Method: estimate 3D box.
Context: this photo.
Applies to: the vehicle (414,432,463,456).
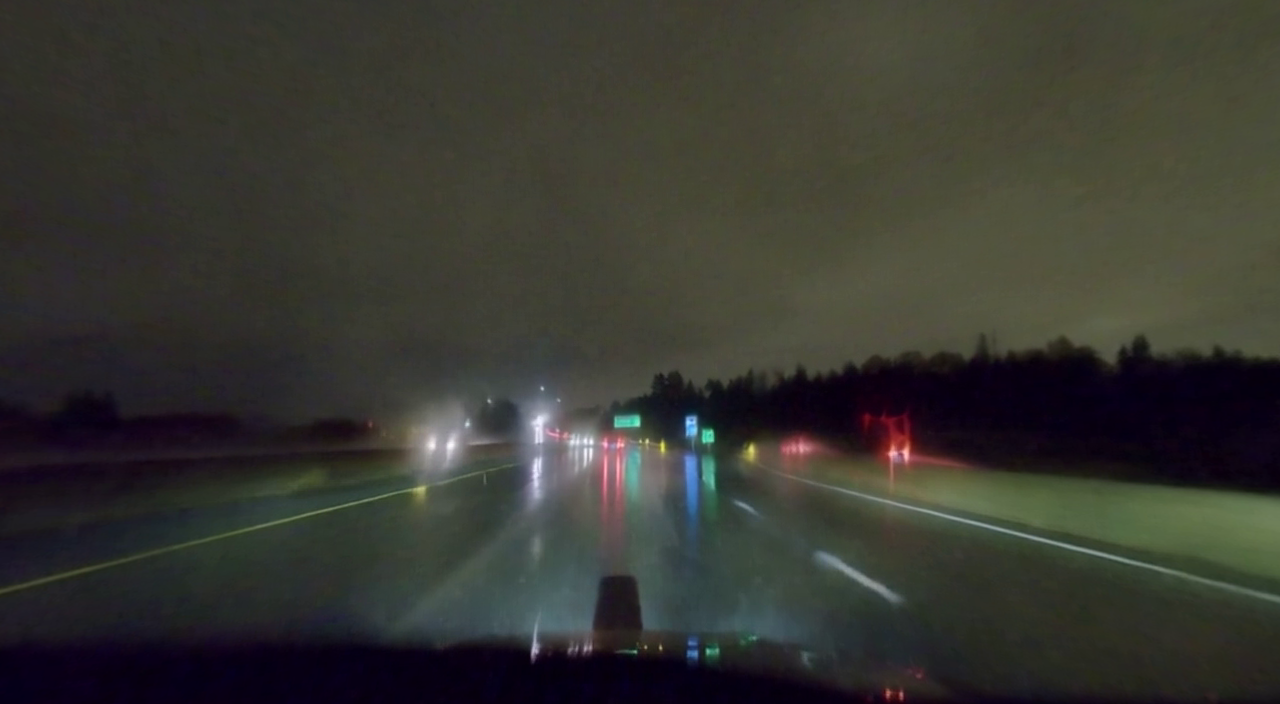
[{"bbox_3d":[-13.067,5.983,40.976,1.851,1.500,4.375,0,-8,-1],"label":"vehicle"}]
